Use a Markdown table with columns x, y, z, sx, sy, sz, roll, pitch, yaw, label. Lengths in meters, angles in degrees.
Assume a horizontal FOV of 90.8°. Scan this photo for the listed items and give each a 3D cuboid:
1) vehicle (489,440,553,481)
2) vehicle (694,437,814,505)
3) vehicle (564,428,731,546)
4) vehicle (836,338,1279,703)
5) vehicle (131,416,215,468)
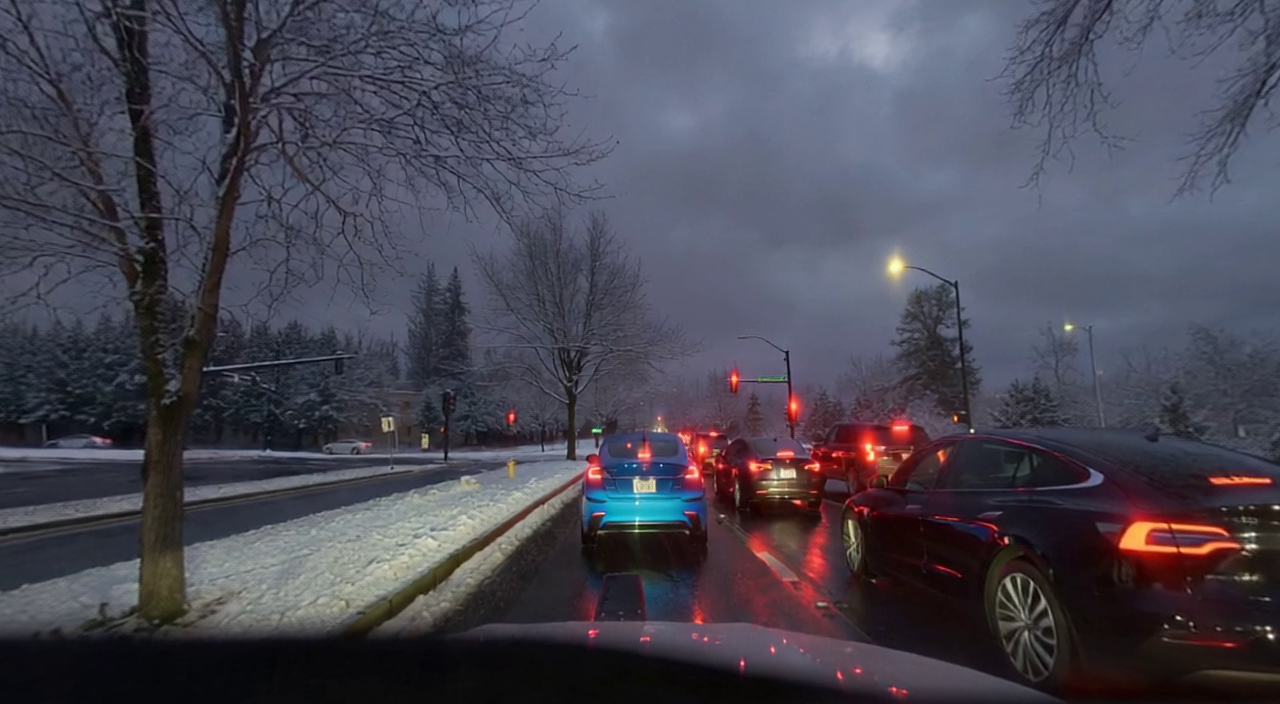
| x | y | z | sx | sy | sz | roll | pitch | yaw | label |
| --- | --- | --- | --- | --- | --- | --- | --- | --- | --- |
| -4.642 | 4.284 | 25.263 | 1.972 | 1.457 | 4.171 | 0 | -8 | -4 | vehicle |
| 2.690 | 2.932 | 16.032 | 2.058 | 1.466 | 4.208 | 0 | -8 | -3 | vehicle |
| 0.030 | 2.061 | 10.327 | 2.147 | 1.499 | 4.240 | 0 | -8 | -2 | vehicle |
| 3.182 | 1.106 | 4.304 | 2.167 | 1.676 | 4.443 | 0 | -8 | -1 | vehicle |
| -29.255 | 5.640 | 39.709 | 2.608 | 2.990 | 3.026 | 2 | -8 | 1 | vehicle |
